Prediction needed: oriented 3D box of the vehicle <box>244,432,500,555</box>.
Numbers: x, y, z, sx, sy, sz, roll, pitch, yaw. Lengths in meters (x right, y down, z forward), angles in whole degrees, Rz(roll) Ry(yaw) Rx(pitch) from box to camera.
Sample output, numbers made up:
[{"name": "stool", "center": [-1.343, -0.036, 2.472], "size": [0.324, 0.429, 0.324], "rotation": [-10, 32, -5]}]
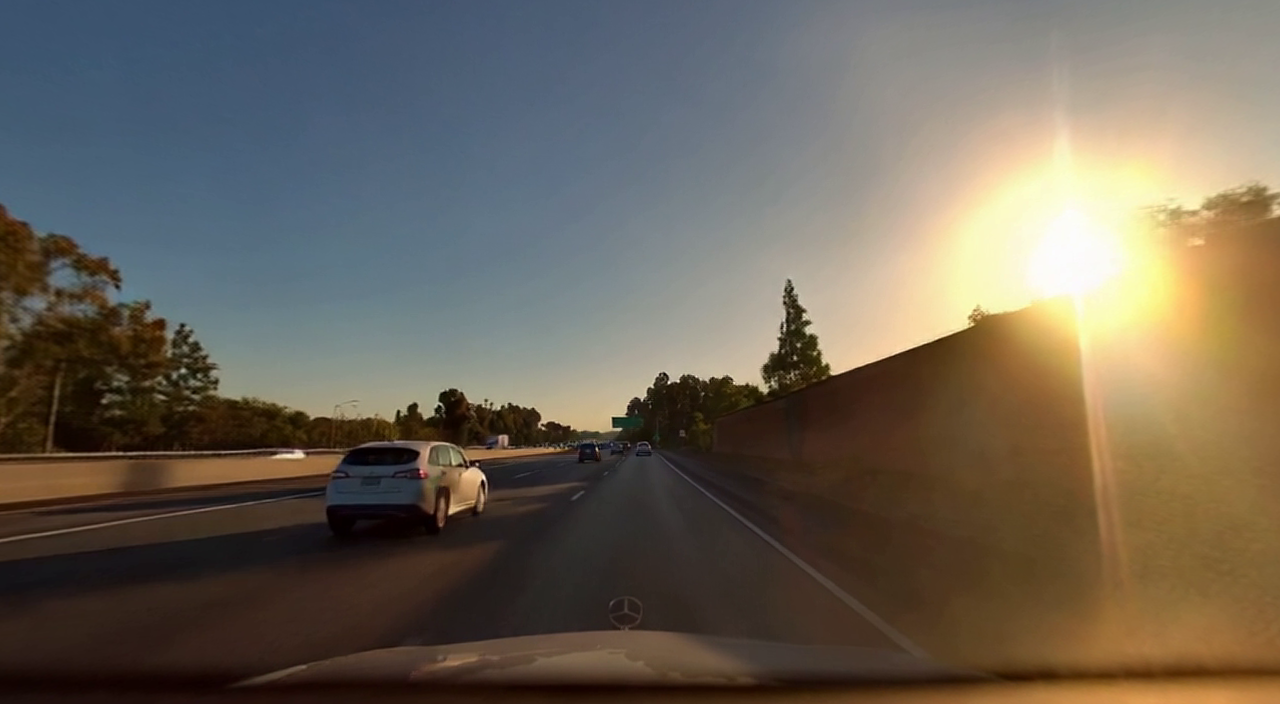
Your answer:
[{"name": "vehicle", "center": [-3.824, 2.095, 10.133], "size": [1.945, 1.484, 4.803], "rotation": [0, -8, 1]}]

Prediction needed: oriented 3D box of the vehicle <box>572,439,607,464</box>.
[{"name": "vehicle", "center": [-3.512, 7.090, 44.757], "size": [2.036, 1.636, 4.511], "rotation": [0, -8, 1]}]
